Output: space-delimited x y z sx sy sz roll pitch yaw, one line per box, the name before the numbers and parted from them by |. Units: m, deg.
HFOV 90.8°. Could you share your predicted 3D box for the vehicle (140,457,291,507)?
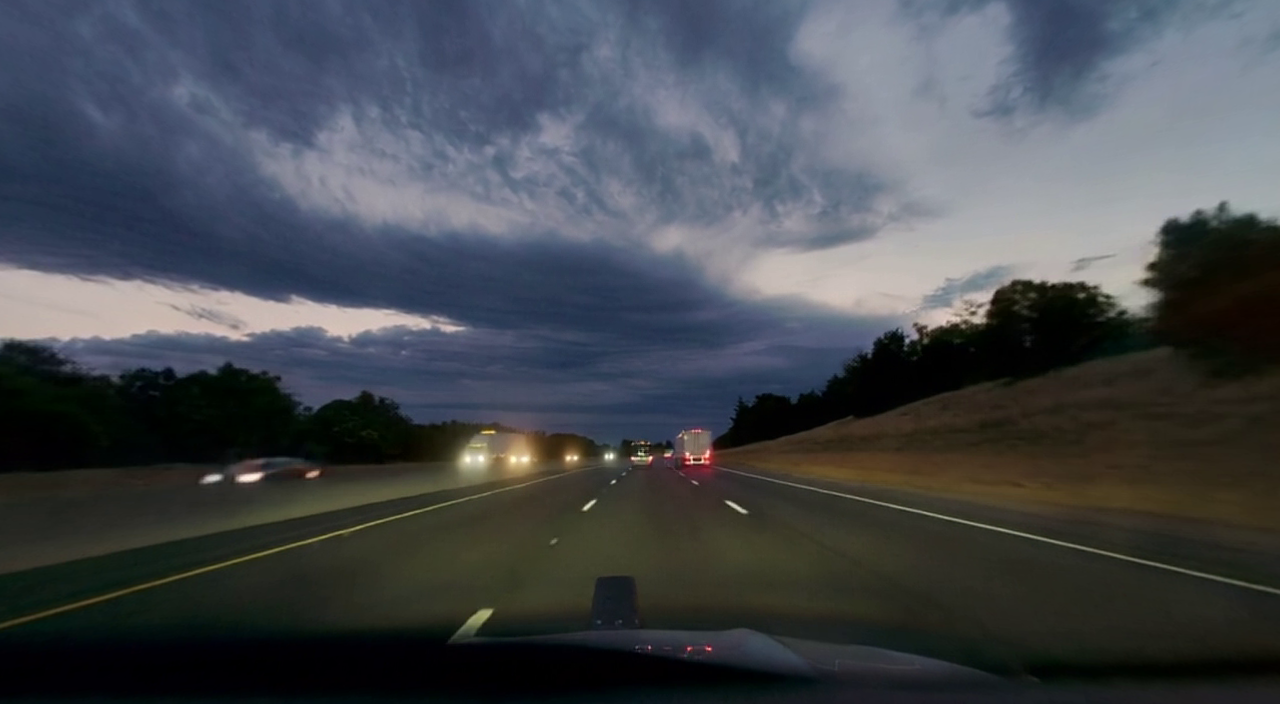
vehicle | -14.417 4.406 21.844 1.916 1.460 4.715 0 -9 1
